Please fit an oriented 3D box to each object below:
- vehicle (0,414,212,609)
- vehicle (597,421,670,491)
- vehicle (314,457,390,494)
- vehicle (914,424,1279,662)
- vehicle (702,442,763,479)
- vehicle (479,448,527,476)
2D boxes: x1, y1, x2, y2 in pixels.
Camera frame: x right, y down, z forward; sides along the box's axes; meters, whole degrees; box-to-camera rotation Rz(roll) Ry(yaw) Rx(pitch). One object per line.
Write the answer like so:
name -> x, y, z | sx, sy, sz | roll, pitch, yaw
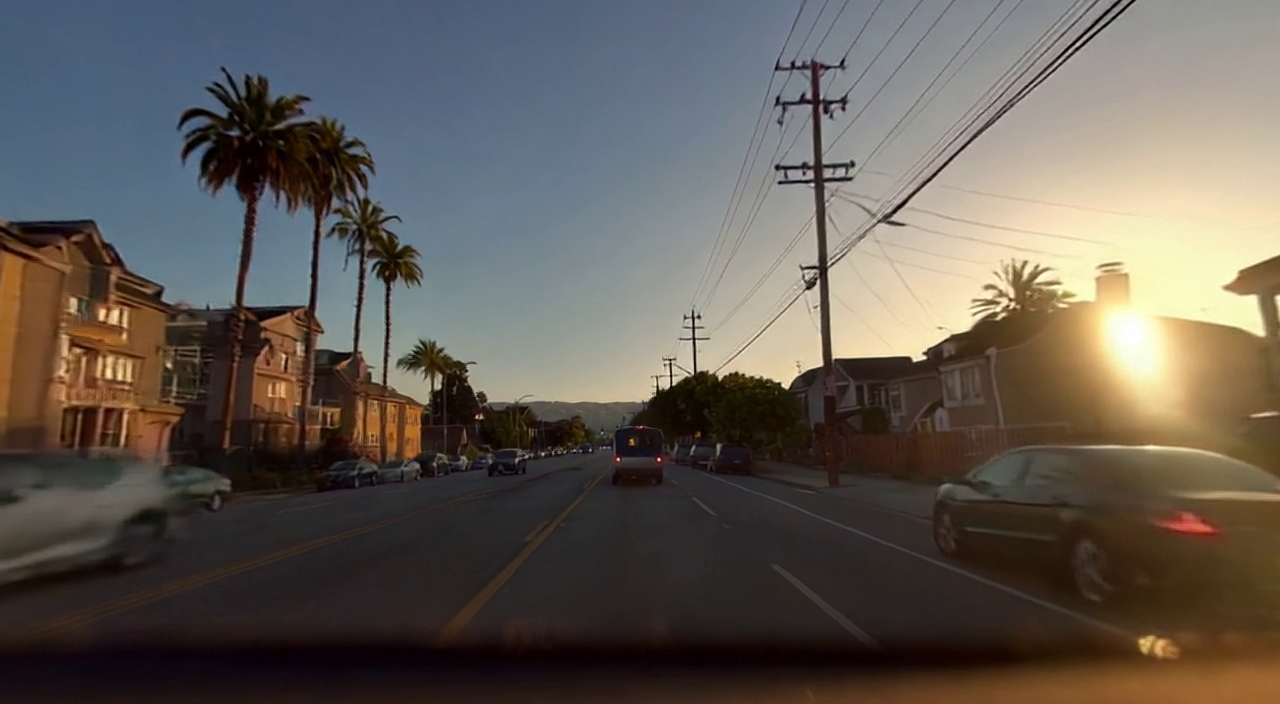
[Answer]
vehicle -> -6.765, 1.532, 6.264 | 1.993, 1.737, 4.353 | 0, -9, -1
vehicle -> -0.327, 3.434, 21.055 | 2.168, 2.040, 4.527 | 0, -9, -4
vehicle -> -13.413, 5.744, 29.619 | 1.841, 1.356, 3.938 | -5, -8, -2
vehicle -> 4.677, 1.504, 6.113 | 2.022, 1.456, 4.246 | 0, -8, -2
vehicle -> 4.023, 4.807, 28.205 | 1.946, 1.530, 4.240 | 0, -9, -2
vehicle -> -7.688, 6.179, 35.730 | 1.844, 1.453, 4.414 | 0, -8, -1
